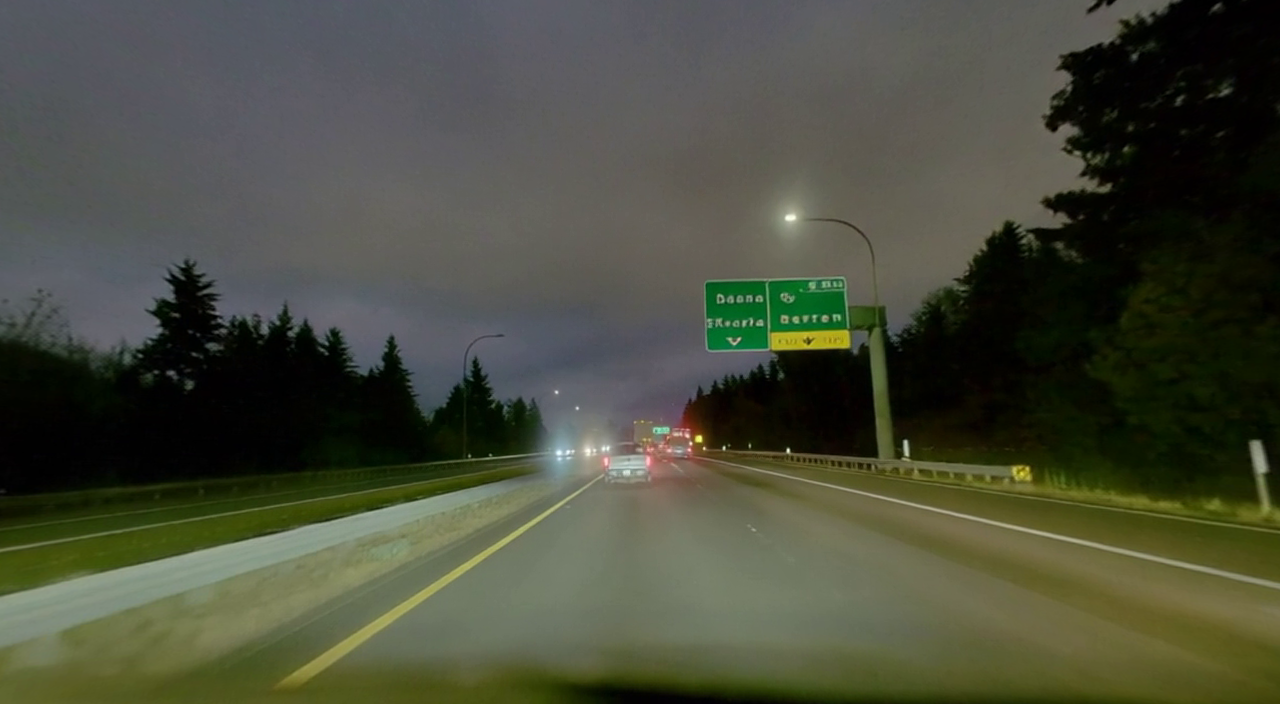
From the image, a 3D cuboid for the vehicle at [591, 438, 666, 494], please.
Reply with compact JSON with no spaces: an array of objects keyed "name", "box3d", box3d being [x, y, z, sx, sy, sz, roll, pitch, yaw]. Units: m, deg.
[{"name":"vehicle","box3d":[-0.303,3.345,18.795,2.003,1.490,3.636,0,-9,0]}]
